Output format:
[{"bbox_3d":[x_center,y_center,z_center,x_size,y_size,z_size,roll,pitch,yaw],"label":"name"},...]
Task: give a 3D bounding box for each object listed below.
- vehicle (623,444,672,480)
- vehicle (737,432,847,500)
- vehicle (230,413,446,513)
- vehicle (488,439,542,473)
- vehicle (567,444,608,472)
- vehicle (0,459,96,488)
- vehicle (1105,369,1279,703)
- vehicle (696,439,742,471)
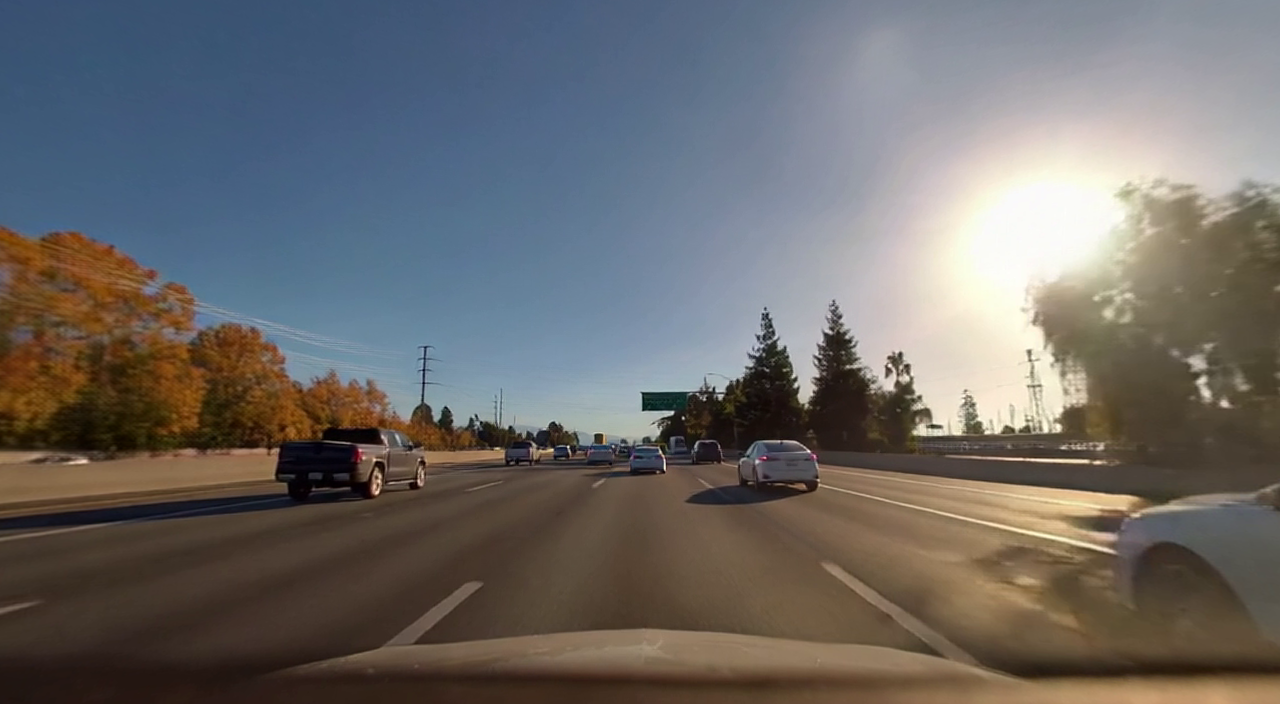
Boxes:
[{"bbox_3d":[0.316,4.714,27.296,1.966,1.444,3.986,0,-9,0],"label":"vehicle"},{"bbox_3d":[4.131,3.169,17.930,2.002,1.691,4.290,0,-9,0],"label":"vehicle"},{"bbox_3d":[-6.838,2.618,15.355,2.269,1.936,5.777,0,-9,2],"label":"vehicle"},{"bbox_3d":[-6.655,5.583,34.005,1.978,1.680,4.263,0,-9,1],"label":"vehicle"},{"bbox_3d":[-2.950,6.019,36.103,1.904,1.479,4.274,0,-9,1],"label":"vehicle"},{"bbox_3d":[-34.237,6.996,36.586,1.703,1.479,3.957,0,-9,1],"label":"vehicle"},{"bbox_3d":[3.615,0.682,1.299,2.051,1.595,4.301,0,-9,1],"label":"vehicle"},{"bbox_3d":[4.623,6.099,37.563,2.195,1.778,4.455,0,-9,1],"label":"vehicle"}]
